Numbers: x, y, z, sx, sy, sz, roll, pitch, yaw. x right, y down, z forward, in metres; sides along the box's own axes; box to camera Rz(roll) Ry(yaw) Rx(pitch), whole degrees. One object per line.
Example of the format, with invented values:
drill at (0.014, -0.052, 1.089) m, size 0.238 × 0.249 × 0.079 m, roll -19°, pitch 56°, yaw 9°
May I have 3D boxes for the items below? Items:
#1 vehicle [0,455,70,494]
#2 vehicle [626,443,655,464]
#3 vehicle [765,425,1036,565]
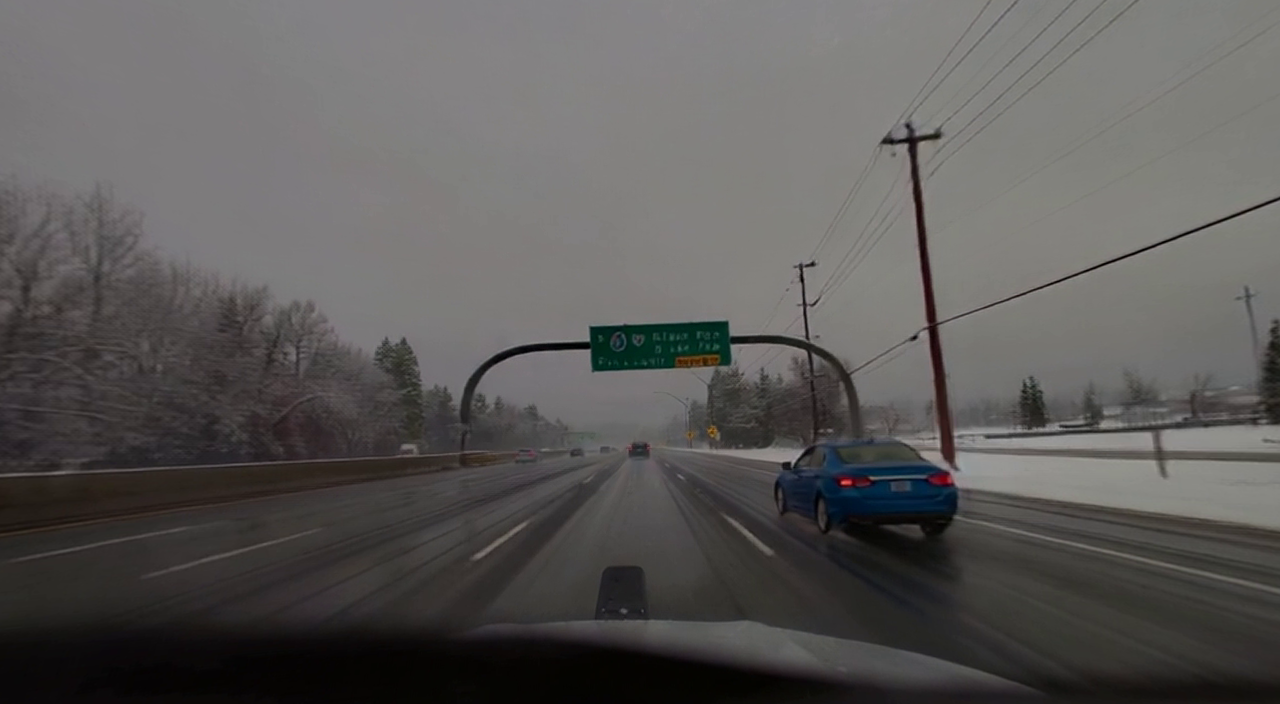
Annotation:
vehicle at (-24.291, 4.710, 24.312) m, size 1.464 × 1.356 × 3.299 m, roll -1°, pitch -8°, yaw 2°
vehicle at (0.010, 7.503, 46.894) m, size 2.036 × 1.474 × 3.969 m, roll 0°, pitch -8°, yaw 0°
vehicle at (3.351, 1.928, 9.295) m, size 2.060 × 1.526 × 4.387 m, roll 0°, pitch -8°, yaw -1°
